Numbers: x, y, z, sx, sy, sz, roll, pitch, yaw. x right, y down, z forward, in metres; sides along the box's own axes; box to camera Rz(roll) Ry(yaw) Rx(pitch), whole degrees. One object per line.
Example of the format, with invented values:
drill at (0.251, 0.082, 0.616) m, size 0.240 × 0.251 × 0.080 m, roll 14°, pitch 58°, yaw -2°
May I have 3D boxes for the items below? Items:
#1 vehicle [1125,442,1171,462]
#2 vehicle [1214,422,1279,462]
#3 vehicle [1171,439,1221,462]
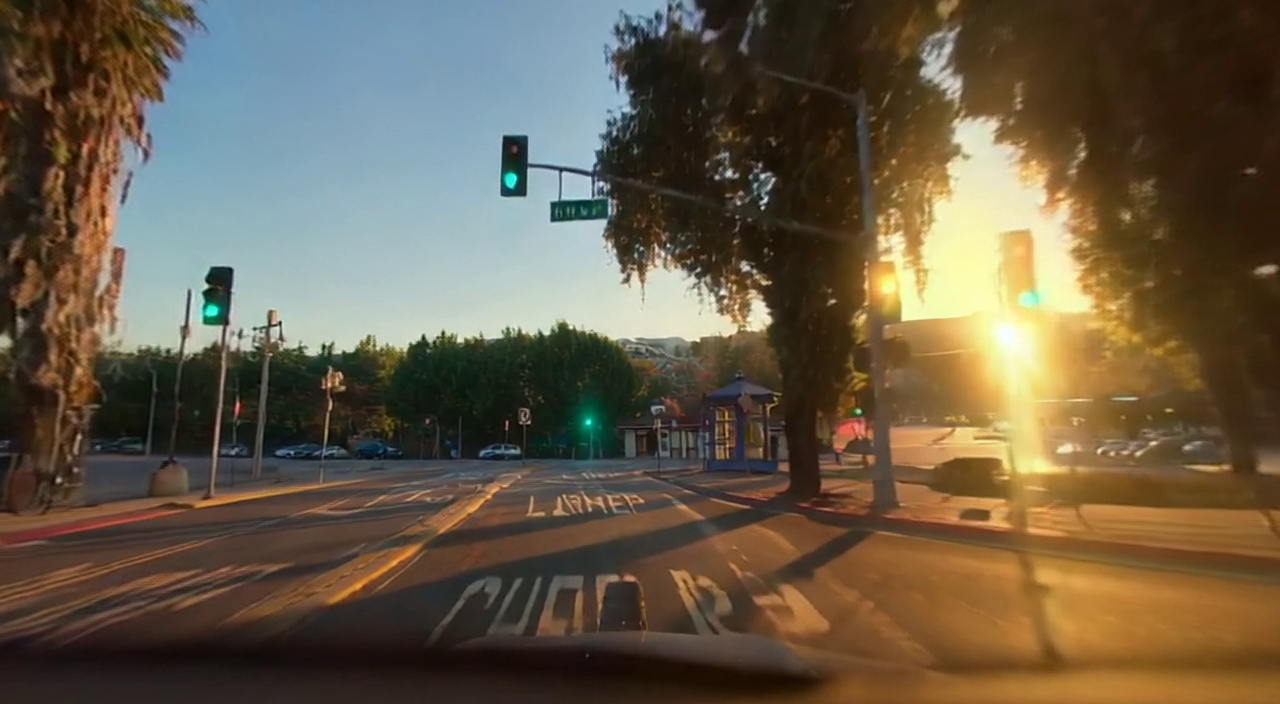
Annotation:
vehicle at (39.595, 7.752, 49.010) m, size 1.926 × 1.441 × 3.860 m, roll -3°, pitch -8°, yaw 26°
vehicle at (45.585, 6.635, 46.701) m, size 2.420 × 2.792 × 6.047 m, roll -4°, pitch -8°, yaw 26°
vehicle at (42.641, 7.526, 48.195) m, size 1.870 × 1.458 × 3.667 m, roll -4°, pitch -6°, yaw 26°
